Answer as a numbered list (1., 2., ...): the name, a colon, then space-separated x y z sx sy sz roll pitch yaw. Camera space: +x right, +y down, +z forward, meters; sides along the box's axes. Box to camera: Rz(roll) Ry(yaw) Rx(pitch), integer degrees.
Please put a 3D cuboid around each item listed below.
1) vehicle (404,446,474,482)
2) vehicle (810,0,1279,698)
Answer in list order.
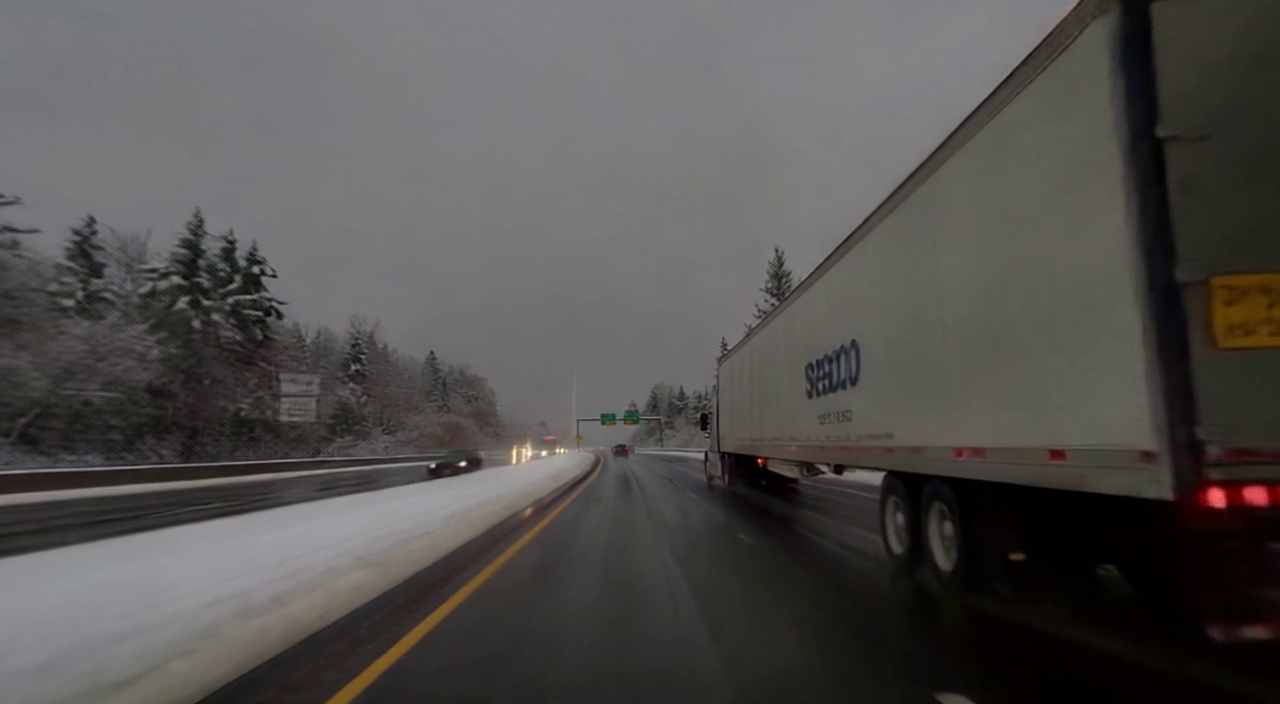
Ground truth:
1. vehicle: -9.270 5.172 29.313 1.897 1.504 4.520 0 -8 -1
2. vehicle: 4.432 0.150 6.502 2.892 3.928 8.380 -1 -8 0
